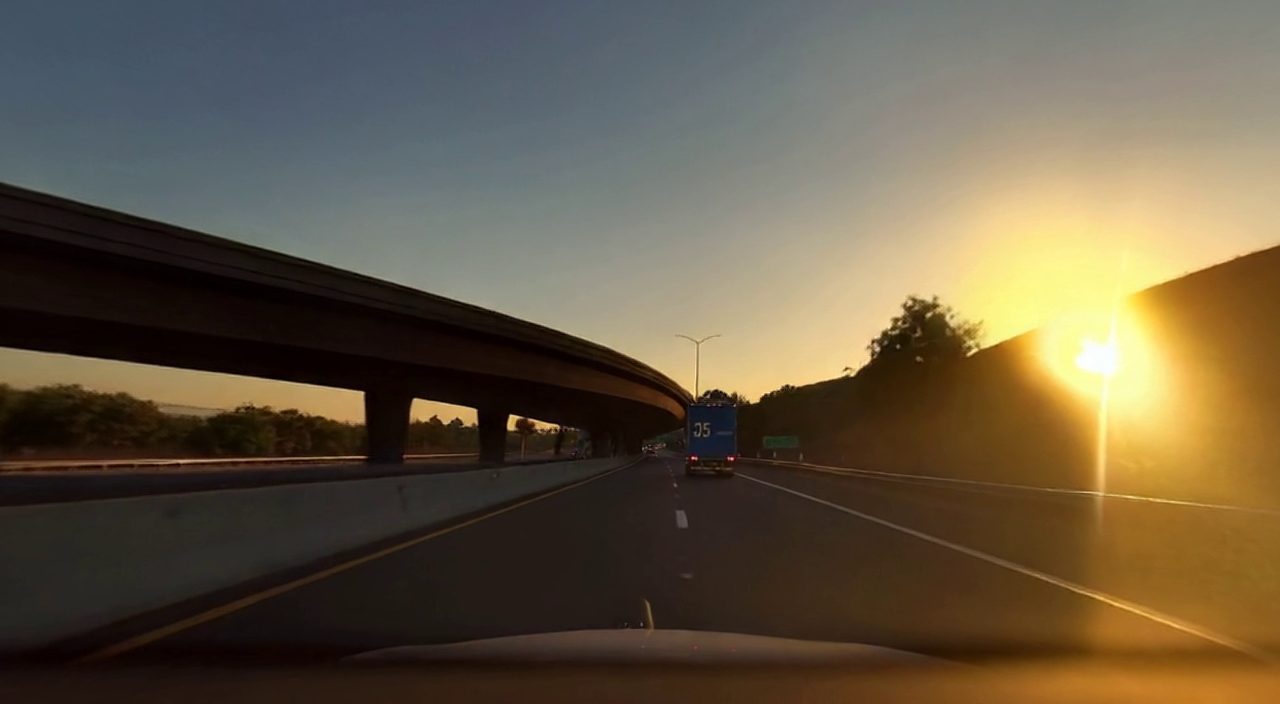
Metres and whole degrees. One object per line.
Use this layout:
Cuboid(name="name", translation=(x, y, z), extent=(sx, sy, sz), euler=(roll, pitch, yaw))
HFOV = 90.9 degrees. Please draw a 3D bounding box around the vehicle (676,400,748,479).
Cuboid(name="vehicle", translation=(3.710, 4.940, 35.100), extent=(3.107, 3.718, 10.231), euler=(0, -9, 2))
